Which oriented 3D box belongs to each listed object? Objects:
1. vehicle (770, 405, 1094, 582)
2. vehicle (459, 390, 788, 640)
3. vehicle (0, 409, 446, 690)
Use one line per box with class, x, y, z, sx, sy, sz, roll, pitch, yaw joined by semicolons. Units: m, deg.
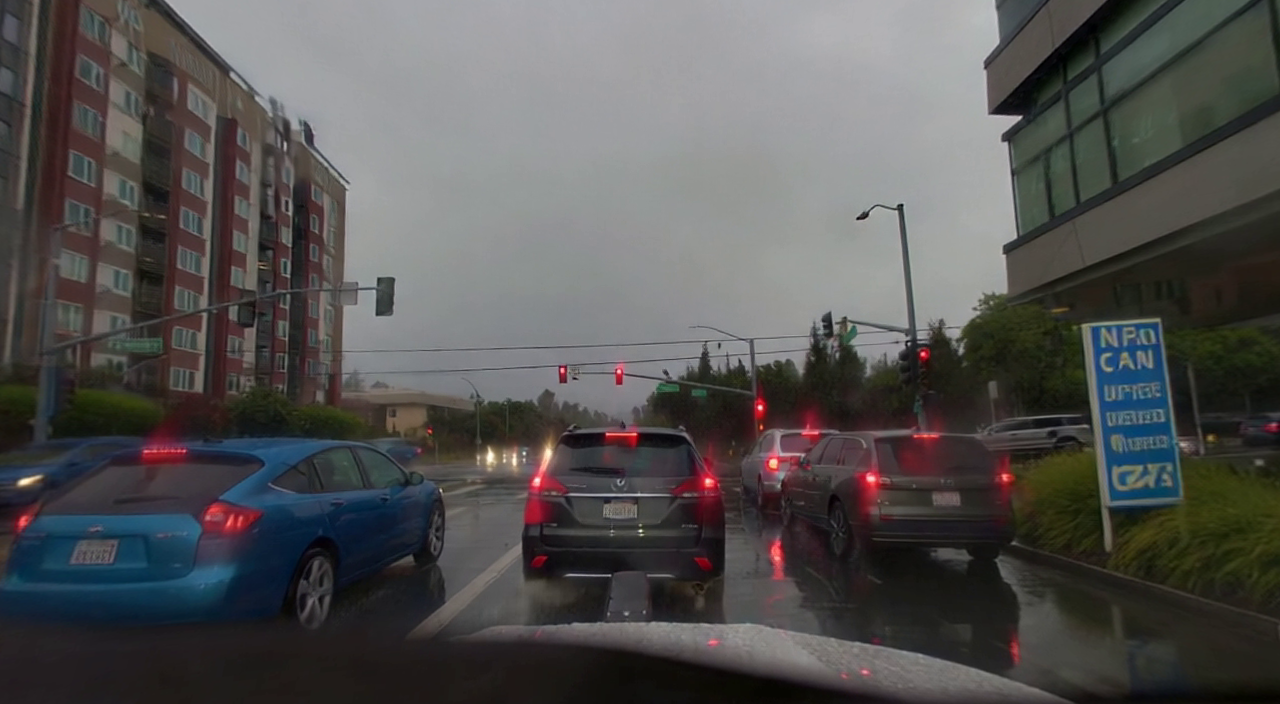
vehicle;3.217;1.662;8.251;2.004;1.646;4.554;0;-8;-1
vehicle;-0.130;1.408;6.433;2.195;1.662;4.262;0;-8;-1
vehicle;-3.548;1.421;5.819;1.906;1.524;4.547;0;-8;2
